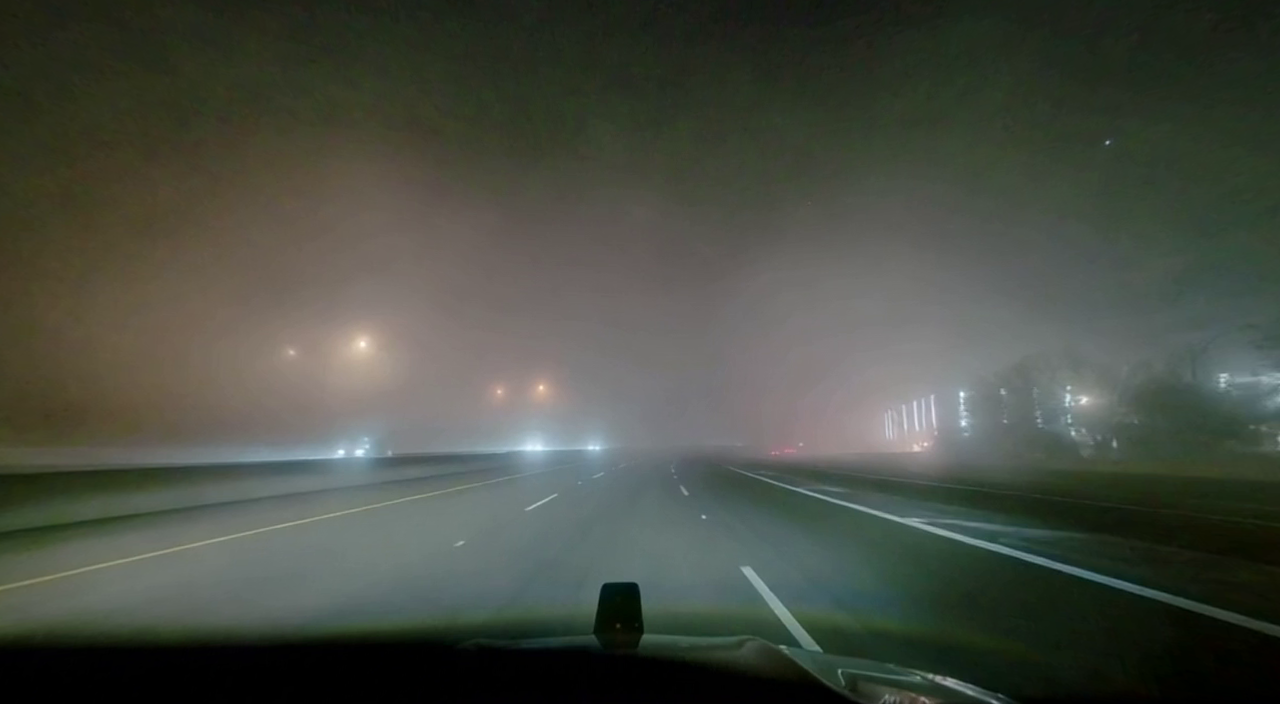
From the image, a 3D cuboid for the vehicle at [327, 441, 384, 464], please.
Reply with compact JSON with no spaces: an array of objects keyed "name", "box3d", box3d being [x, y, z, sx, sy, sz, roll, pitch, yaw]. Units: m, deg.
[{"name":"vehicle","box3d":[-22.119,7.850,49.378,2.120,1.702,4.469,-1,-9,4]}]
